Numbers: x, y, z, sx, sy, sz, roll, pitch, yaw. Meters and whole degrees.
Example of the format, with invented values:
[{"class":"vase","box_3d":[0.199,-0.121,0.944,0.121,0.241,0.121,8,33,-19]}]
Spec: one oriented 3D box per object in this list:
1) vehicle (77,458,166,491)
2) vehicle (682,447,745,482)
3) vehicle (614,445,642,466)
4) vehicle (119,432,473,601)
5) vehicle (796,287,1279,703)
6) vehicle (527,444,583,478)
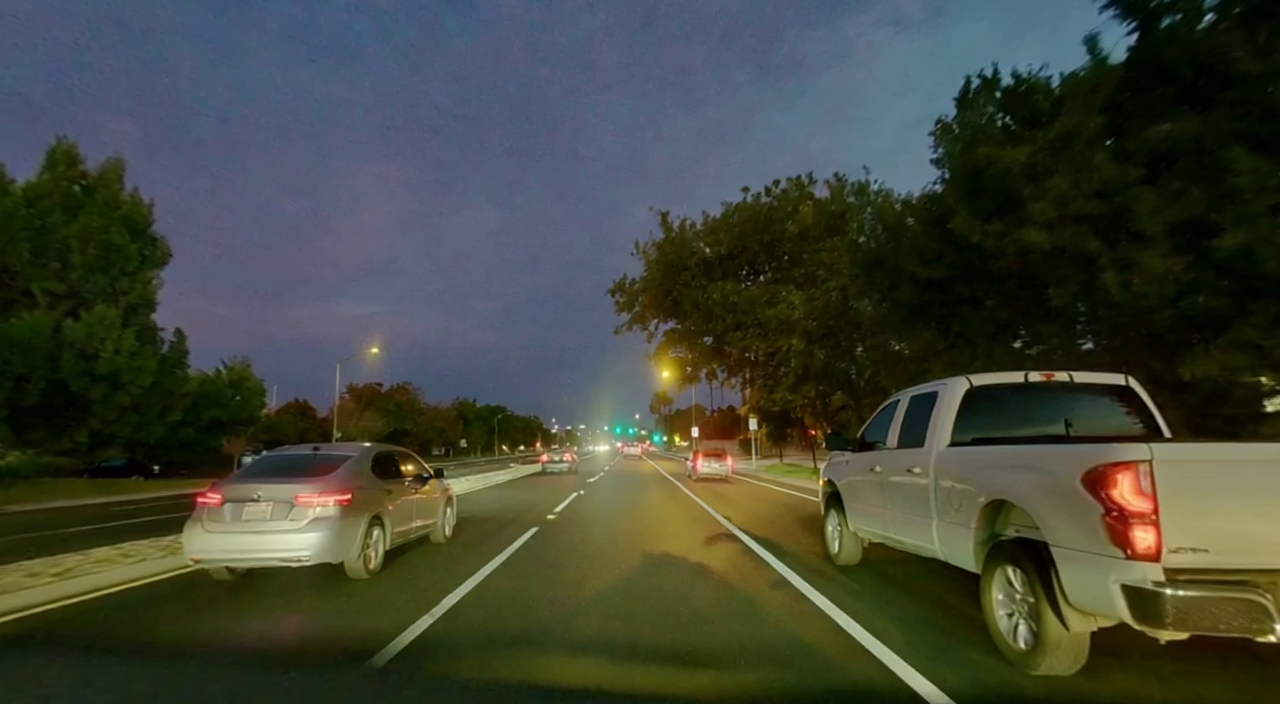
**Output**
[{"class":"vehicle","box_3d":[-34.624,8.159,42.207,5.036,1.823,2.374,-7,-11,22]},{"class":"vehicle","box_3d":[3.204,5.036,28.687,2.149,1.421,4.805,0,-9,-2]},{"class":"vehicle","box_3d":[-0.980,8.127,49.649,2.065,1.528,3.787,0,-9,-2]},{"class":"vehicle","box_3d":[-3.710,1.826,7.963,2.094,1.509,4.286,0,-9,-1]},{"class":"vehicle","box_3d":[3.351,1.154,5.413,2.478,2.030,5.723,0,-9,-1]},{"class":"vehicle","box_3d":[-4.175,5.421,31.786,2.263,1.548,4.555,0,-9,-1]}]
